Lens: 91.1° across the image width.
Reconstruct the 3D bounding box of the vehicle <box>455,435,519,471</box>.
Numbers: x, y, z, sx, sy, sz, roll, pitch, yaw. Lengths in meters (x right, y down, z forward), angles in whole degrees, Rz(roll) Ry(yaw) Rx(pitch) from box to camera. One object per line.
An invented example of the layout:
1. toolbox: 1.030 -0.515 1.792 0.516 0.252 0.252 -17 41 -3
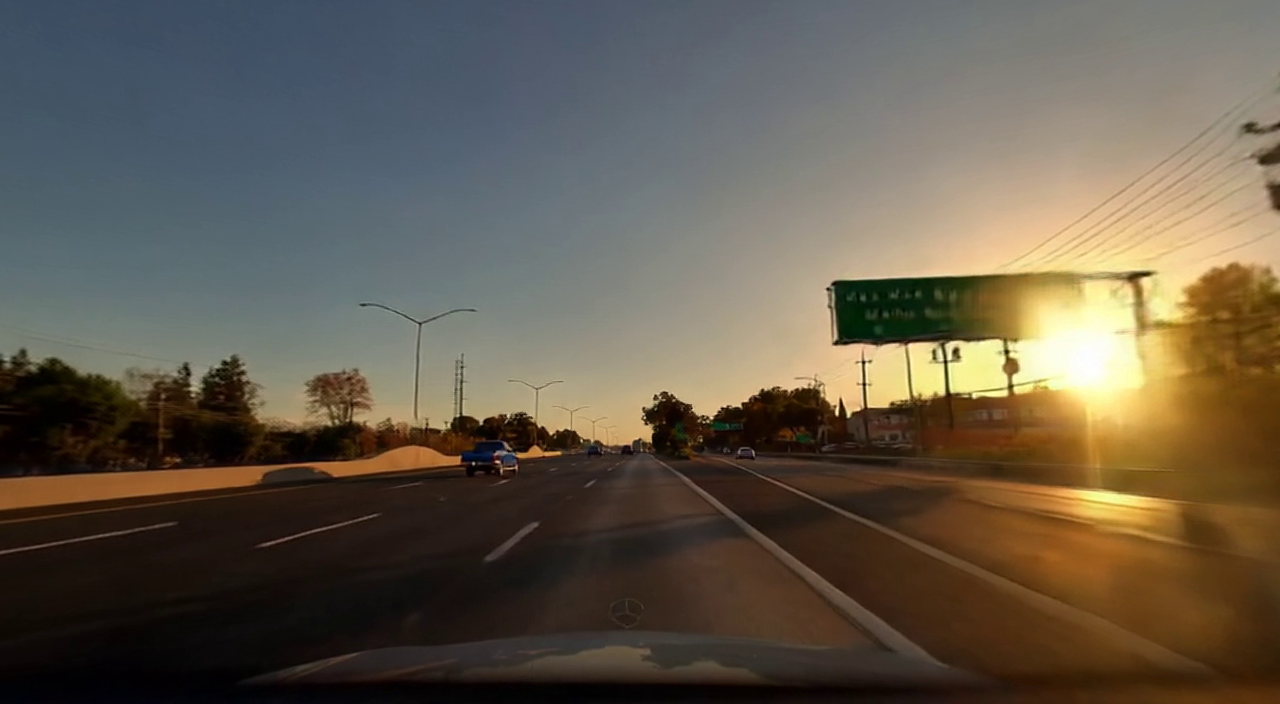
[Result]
1. vehicle: -10.124 6.781 42.221 2.667 2.213 6.081 0 -8 1
